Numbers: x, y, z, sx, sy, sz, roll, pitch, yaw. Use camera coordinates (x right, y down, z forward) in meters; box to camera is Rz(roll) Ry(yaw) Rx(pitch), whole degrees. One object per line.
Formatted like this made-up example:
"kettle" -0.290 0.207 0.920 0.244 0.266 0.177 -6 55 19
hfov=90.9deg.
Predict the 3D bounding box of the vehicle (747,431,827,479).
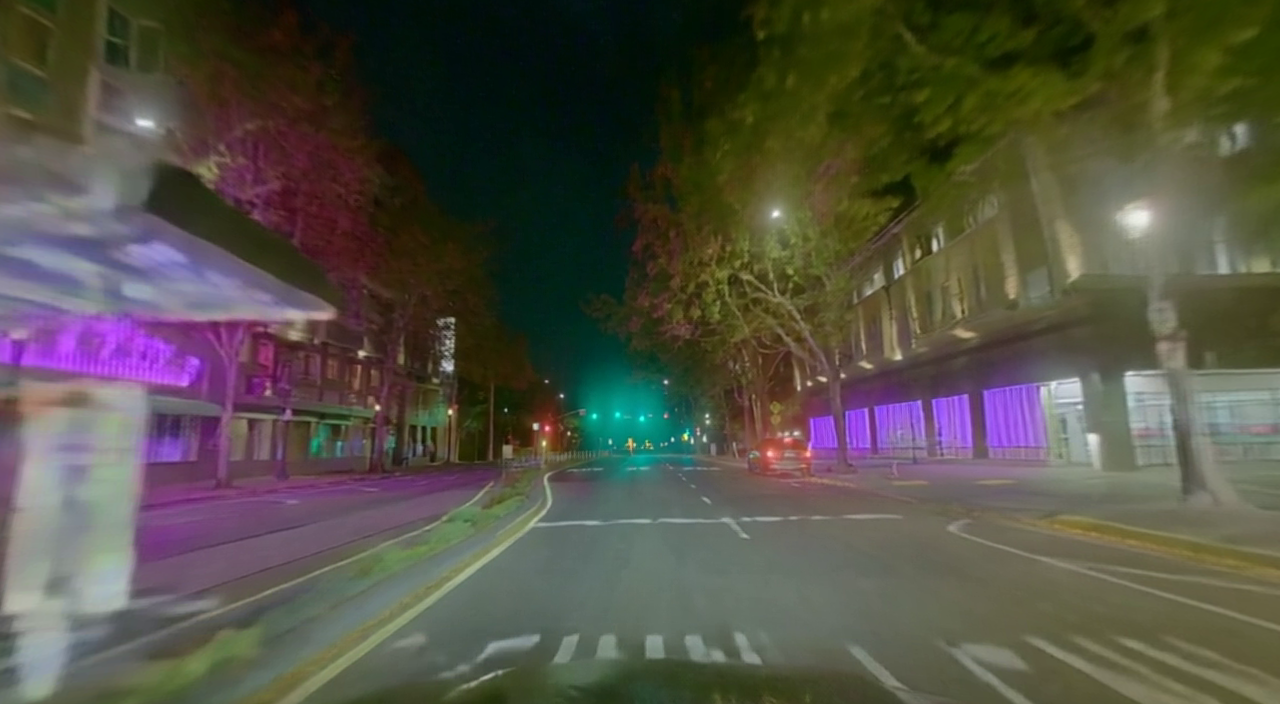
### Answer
"vehicle" 6.326 4.510 27.876 2.112 1.894 4.910 0 -8 -3
